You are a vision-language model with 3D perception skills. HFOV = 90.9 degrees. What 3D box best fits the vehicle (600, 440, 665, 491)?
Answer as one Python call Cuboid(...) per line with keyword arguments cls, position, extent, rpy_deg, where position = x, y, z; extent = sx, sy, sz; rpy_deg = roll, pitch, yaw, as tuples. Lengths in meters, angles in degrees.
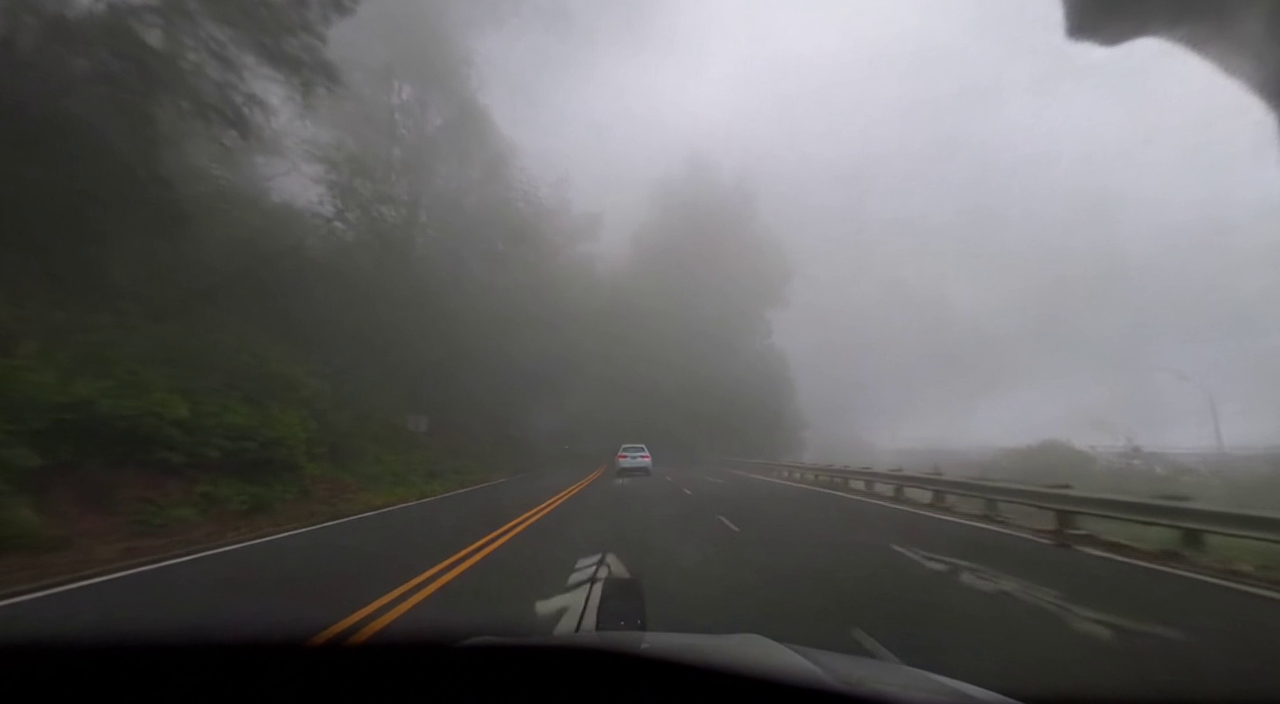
Cuboid(cls="vehicle", position=(-0.284, 3.896, 21.846), extent=(2.037, 1.601, 3.643), rpy_deg=(0, -9, -1))
